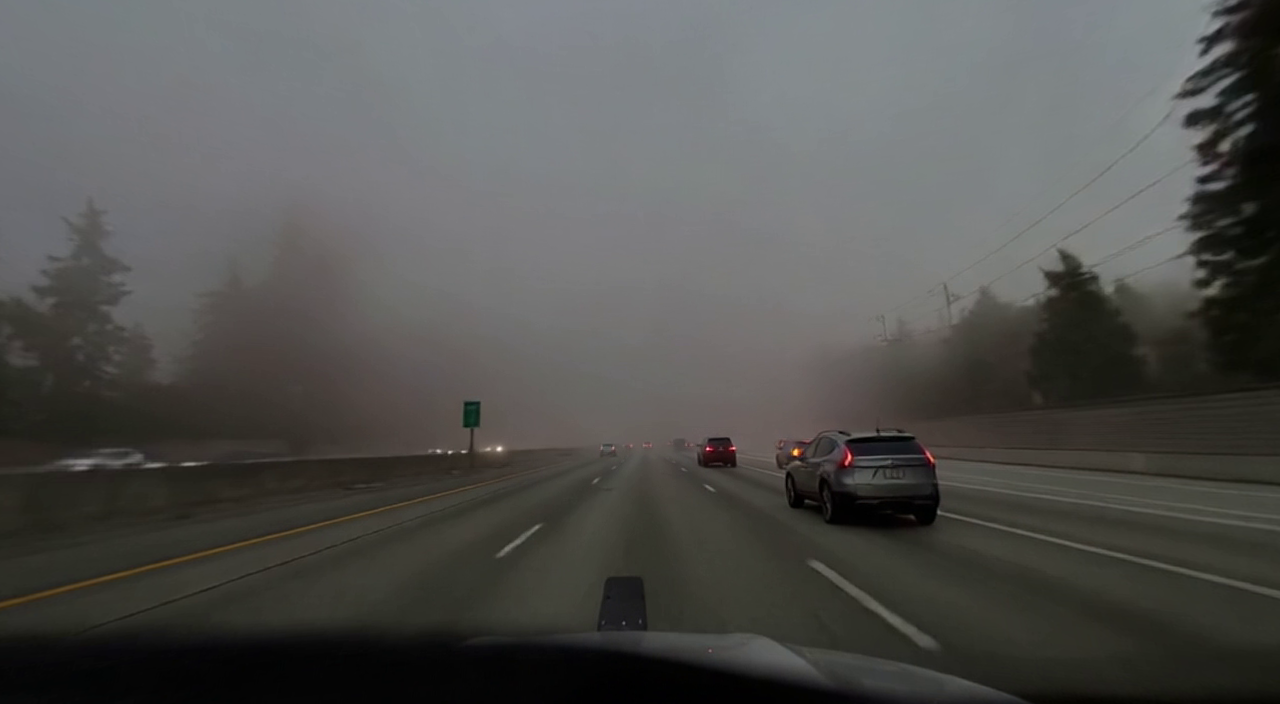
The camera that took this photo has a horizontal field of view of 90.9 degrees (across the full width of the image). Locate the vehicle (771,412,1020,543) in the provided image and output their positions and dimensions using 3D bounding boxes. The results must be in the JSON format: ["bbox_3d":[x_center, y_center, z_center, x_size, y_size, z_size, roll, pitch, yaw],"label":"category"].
[{"bbox_3d":[3.697,1.906,10.240,2.146,1.639,4.475,0,-8,0],"label":"vehicle"}]

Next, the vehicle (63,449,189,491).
[{"bbox_3d":[-18.990,4.345,23.508,1.662,1.396,3.501,0,-8,1],"label":"vehicle"}]

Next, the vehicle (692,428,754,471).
[{"bbox_3d":[4.138,4.987,32.411,2.442,2.022,5.466,0,-8,0],"label":"vehicle"}]

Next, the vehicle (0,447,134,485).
[{"bbox_3d":[-25.772,5.079,28.476,2.049,1.494,4.540,0,-8,1],"label":"vehicle"}]
